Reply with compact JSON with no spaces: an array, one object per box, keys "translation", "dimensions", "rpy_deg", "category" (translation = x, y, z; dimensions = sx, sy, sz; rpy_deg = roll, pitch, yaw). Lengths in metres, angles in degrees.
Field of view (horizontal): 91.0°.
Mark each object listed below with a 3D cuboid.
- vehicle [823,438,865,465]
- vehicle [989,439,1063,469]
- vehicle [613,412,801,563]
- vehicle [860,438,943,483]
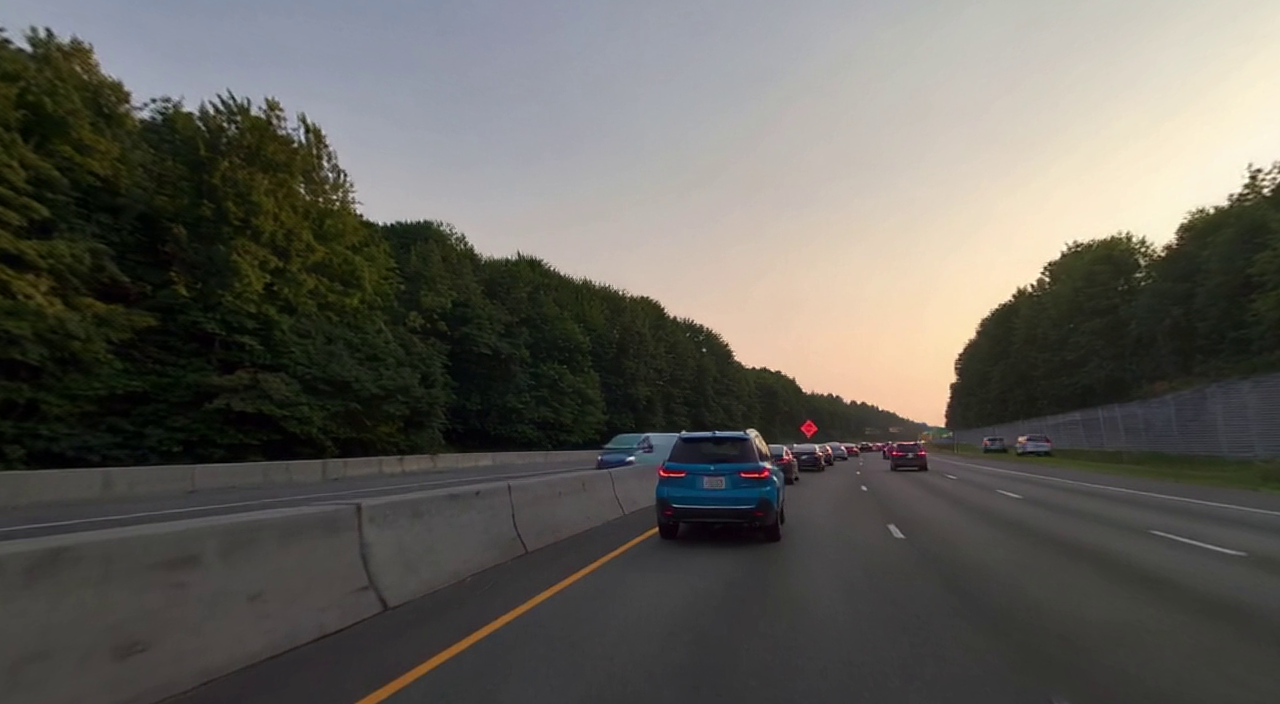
[{"translation":[12.583,6.134,39.061],"dimensions":[1.857,1.584,3.976],"rpy_deg":[-1,-8,9],"category":"vehicle"},{"translation":[20.244,5.332,33.216],"dimensions":[1.990,1.478,4.475],"rpy_deg":[-2,-9,14],"category":"vehicle"},{"translation":[1.209,1.801,9.163],"dimensions":[2.021,1.635,4.085],"rpy_deg":[-2,-9,16],"category":"vehicle"},{"translation":[9.429,3.912,23.097],"dimensions":[1.962,1.442,4.536],"rpy_deg":[-2,-8,12],"category":"vehicle"}]
